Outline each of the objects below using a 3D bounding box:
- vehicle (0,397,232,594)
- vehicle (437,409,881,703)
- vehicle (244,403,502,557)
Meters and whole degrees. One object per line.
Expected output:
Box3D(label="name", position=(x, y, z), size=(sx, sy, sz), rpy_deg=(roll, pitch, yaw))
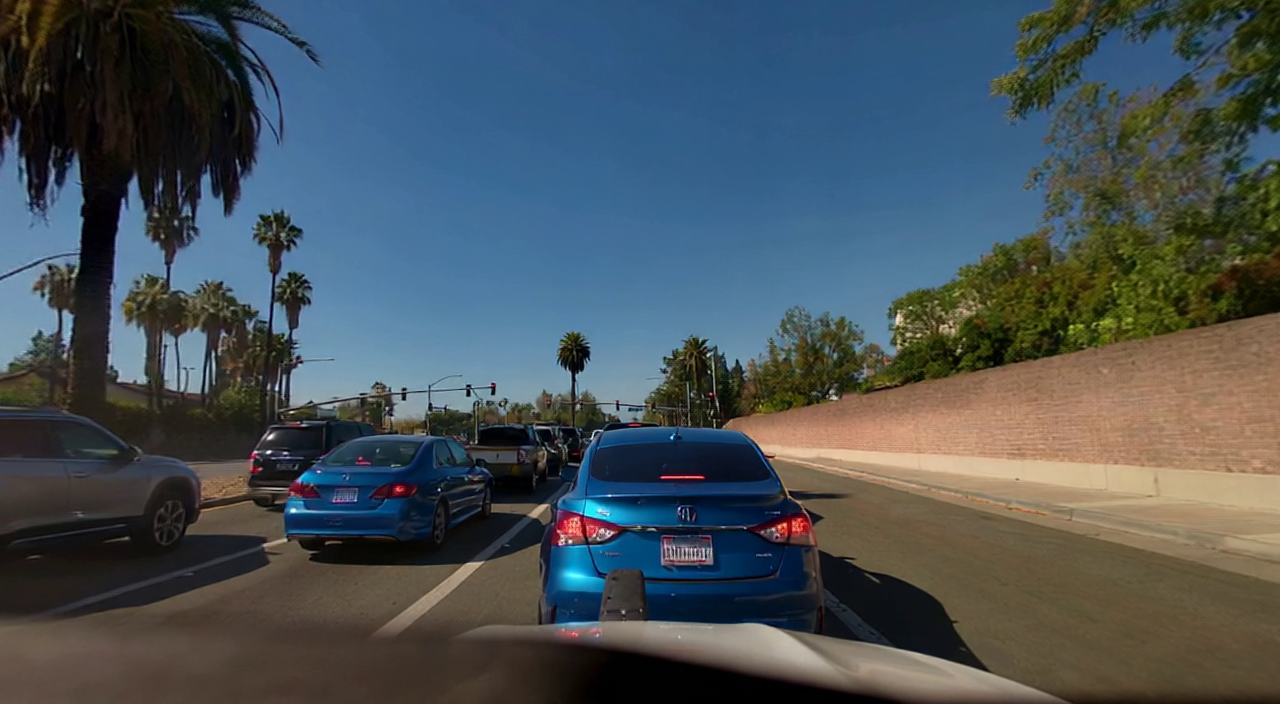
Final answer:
Box3D(label="vehicle", position=(-6.671, 1.398, 6.411), size=(1.963, 1.721, 4.662), rpy_deg=(0, -8, -2))
Box3D(label="vehicle", position=(0.043, 1.335, 5.219), size=(2.128, 1.473, 4.272), rpy_deg=(0, -8, -1))
Box3D(label="vehicle", position=(-3.513, 1.772, 9.306), size=(2.055, 1.746, 4.136), rpy_deg=(0, -8, -1))
